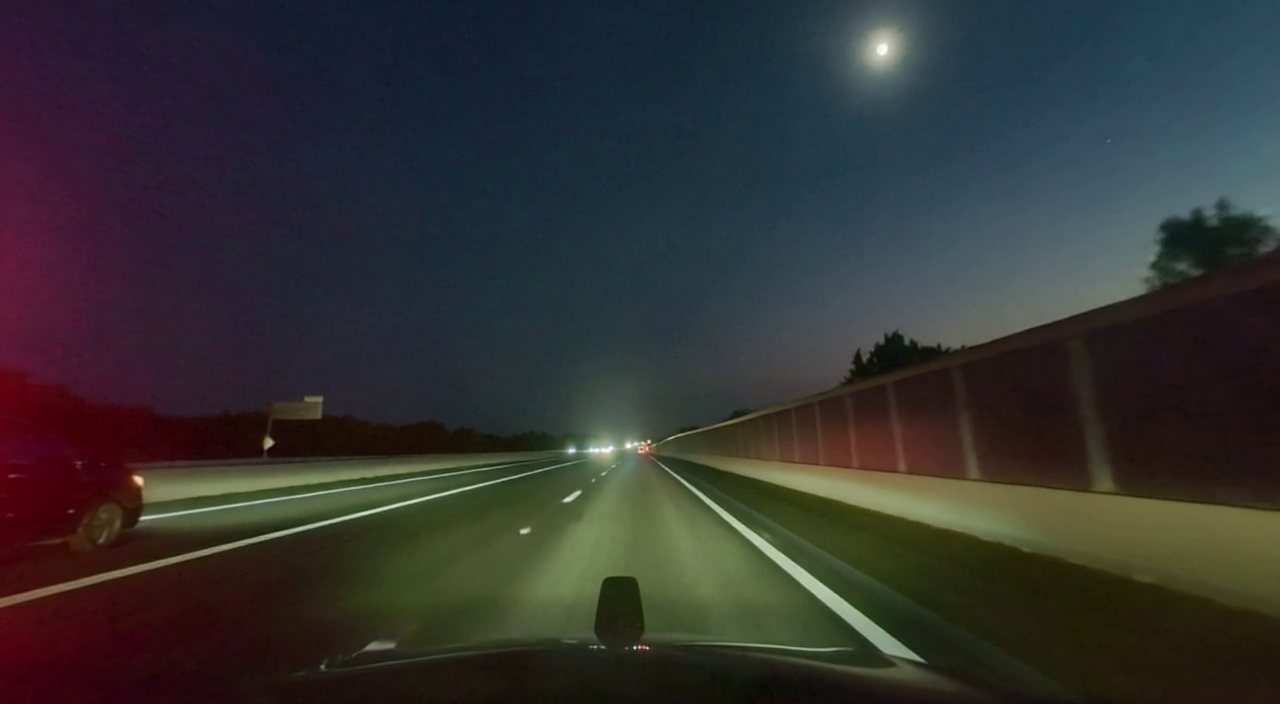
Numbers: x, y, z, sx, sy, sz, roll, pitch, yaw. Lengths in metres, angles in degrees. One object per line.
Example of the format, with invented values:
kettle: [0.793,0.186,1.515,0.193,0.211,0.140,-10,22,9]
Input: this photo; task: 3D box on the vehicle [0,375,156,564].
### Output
vehicle: [-7.758,1.140,6.065,2.163,1.947,4.959,0,-9,0]
